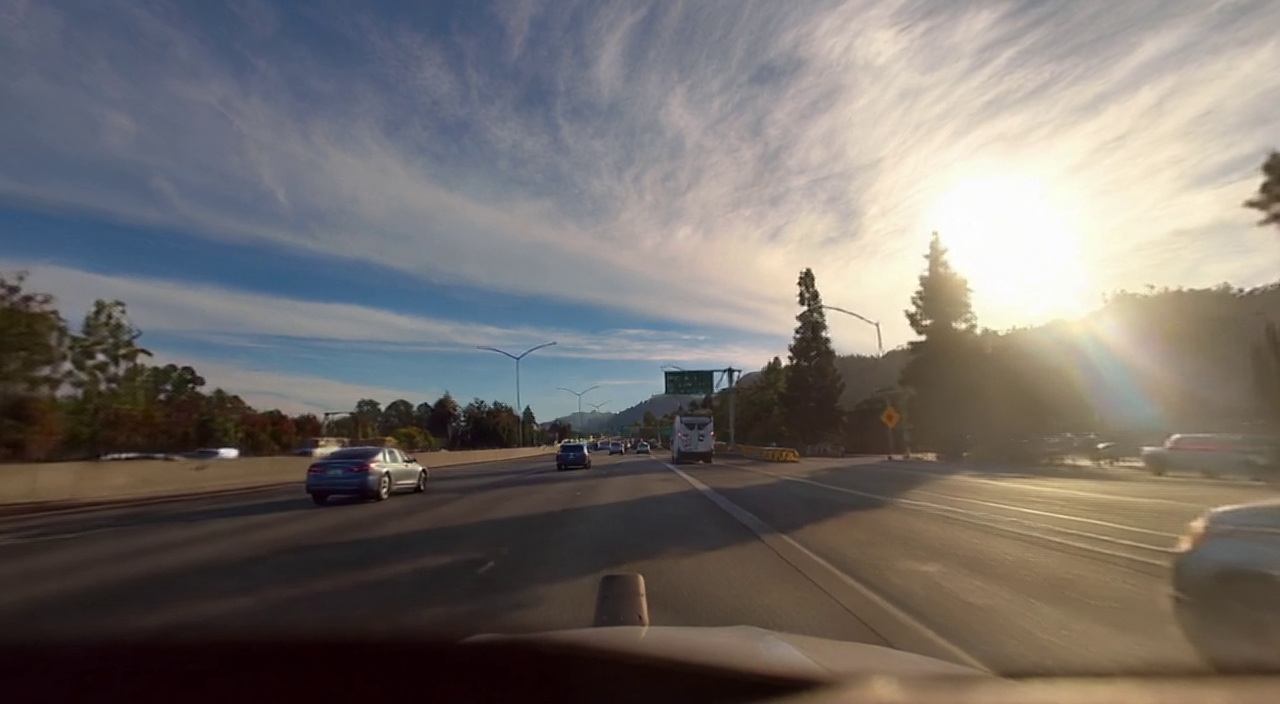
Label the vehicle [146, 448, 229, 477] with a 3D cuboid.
[{"bbox_3d":[-24.579,5.999,34.358,1.672,1.496,3.693,0,-9,1],"label":"vehicle"}]

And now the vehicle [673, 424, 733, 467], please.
[{"bbox_3d":[4.274,6.923,46.309,2.891,2.596,15.534,0,-9,0],"label":"vehicle"}]

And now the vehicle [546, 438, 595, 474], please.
[{"bbox_3d":[-3.479,5.303,32.161,2.017,1.683,4.094,0,-9,0],"label":"vehicle"}]

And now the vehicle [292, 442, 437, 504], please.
[{"bbox_3d":[-7.469,3.312,17.646,2.050,1.487,4.372,0,-9,0],"label":"vehicle"}]

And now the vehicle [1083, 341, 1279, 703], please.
[{"bbox_3d":[3.746,0.619,1.474,2.124,1.674,4.494,0,-9,0],"label":"vehicle"}]
